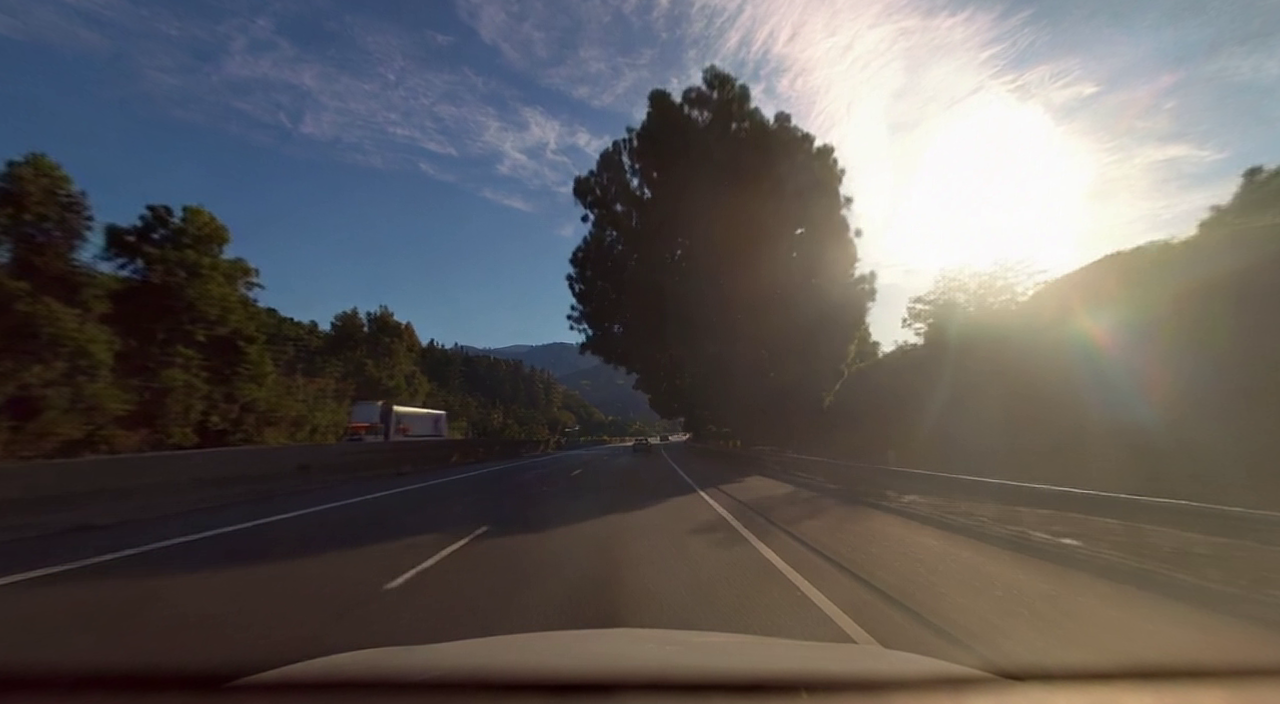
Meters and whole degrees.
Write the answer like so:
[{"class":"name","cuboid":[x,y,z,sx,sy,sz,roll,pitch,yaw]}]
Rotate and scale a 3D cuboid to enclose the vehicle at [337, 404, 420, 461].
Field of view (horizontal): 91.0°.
[{"class":"vehicle","cuboid":[-17.636,5.524,42.952,3.010,3.617,5.816,0,-8,1]}]
